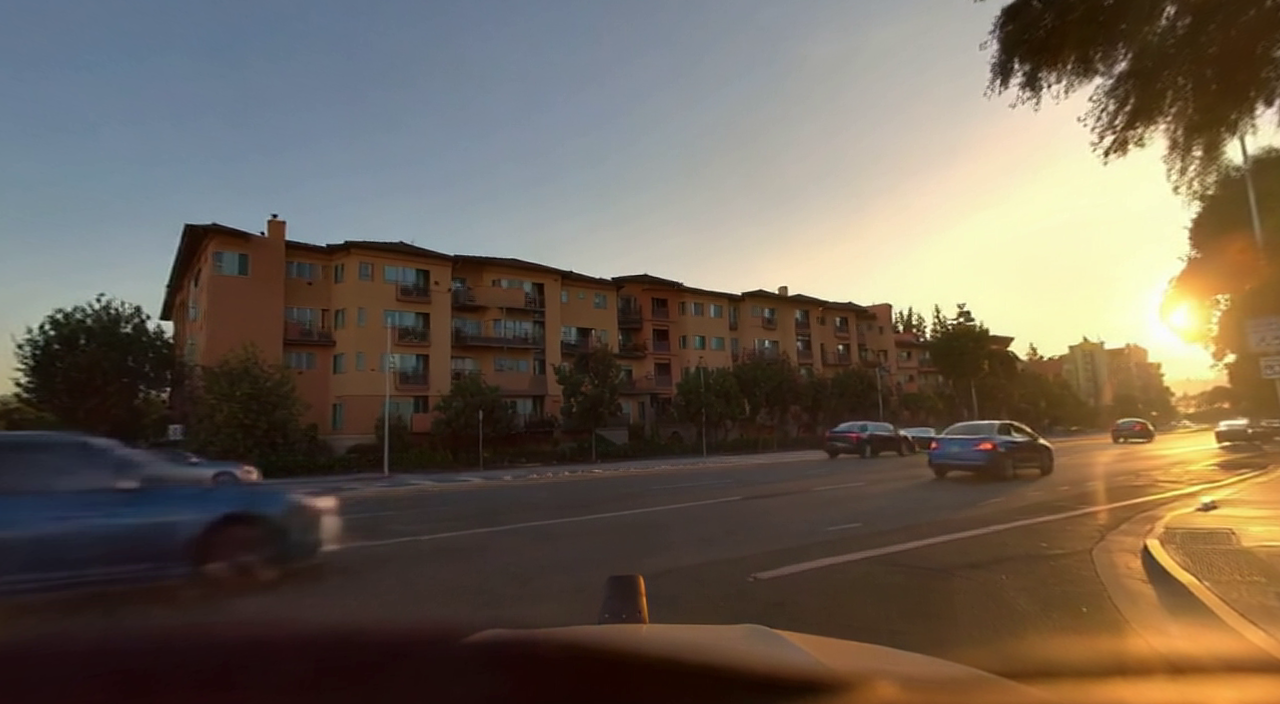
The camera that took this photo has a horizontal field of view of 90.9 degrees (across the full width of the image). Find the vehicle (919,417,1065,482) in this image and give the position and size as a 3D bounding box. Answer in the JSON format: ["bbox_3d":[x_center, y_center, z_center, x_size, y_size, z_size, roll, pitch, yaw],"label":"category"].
[{"bbox_3d":[10.156,2.782,18.068,4.438,1.625,2.033,7,-11,-39],"label":"vehicle"}]

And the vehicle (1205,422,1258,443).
[{"bbox_3d":[41.739,5.702,44.446,4.521,1.433,1.943,7,-11,-39],"label":"vehicle"}]

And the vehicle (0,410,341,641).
[{"bbox_3d":[-5.472,1.375,5.385,4.783,1.652,2.199,7,-11,-40],"label":"vehicle"}]

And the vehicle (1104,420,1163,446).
[{"bbox_3d":[33.486,5.543,42.705,4.683,1.678,1.981,7,-11,-38],"label":"vehicle"}]

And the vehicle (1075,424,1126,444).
[{"bbox_3d":[35.560,6.353,48.600,4.691,1.478,1.908,7,-11,-39],"label":"vehicle"}]

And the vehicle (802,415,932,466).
[{"bbox_3d":[9.670,3.754,26.646,5.994,1.898,2.264,7,-11,-38],"label":"vehicle"}]
